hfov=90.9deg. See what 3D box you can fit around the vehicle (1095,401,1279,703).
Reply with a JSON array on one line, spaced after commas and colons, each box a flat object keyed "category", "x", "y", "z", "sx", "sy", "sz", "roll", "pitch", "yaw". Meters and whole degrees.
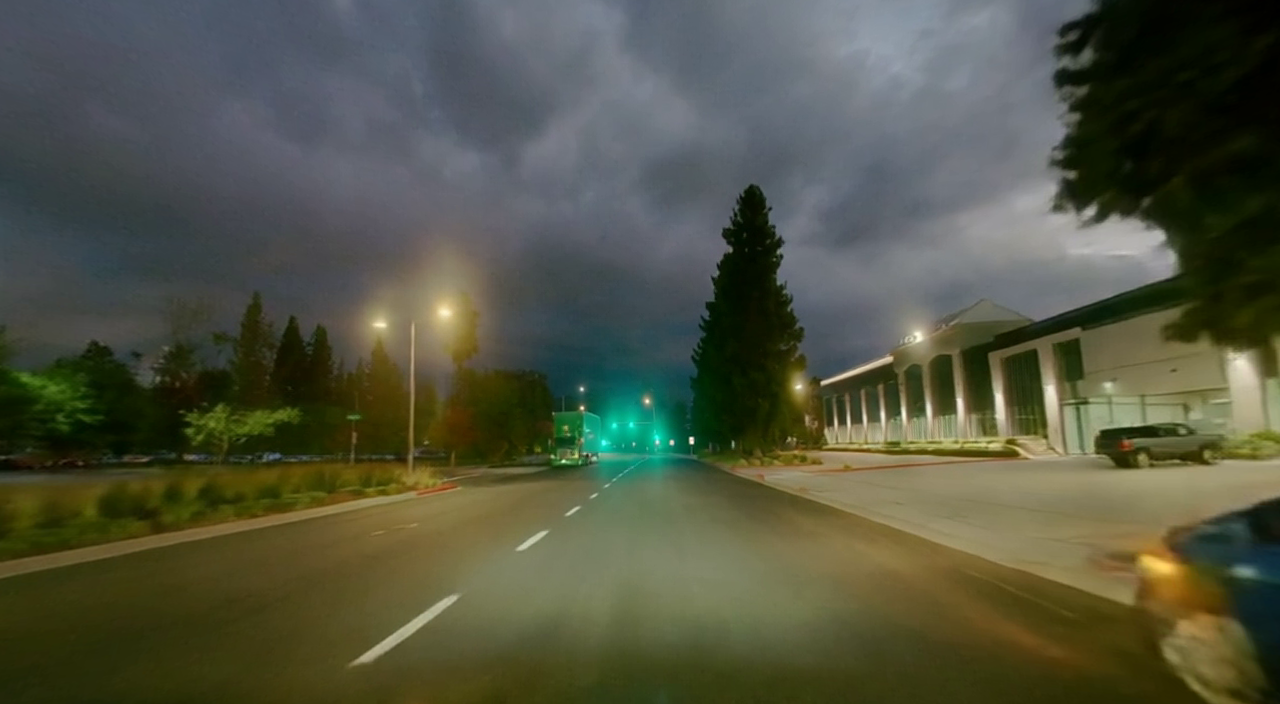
[{"category": "vehicle", "x": 3.718, "y": 0.773, "z": 1.419, "sx": 2.098, "sy": 1.509, "sz": 4.389, "roll": 0, "pitch": -9, "yaw": 0}]
